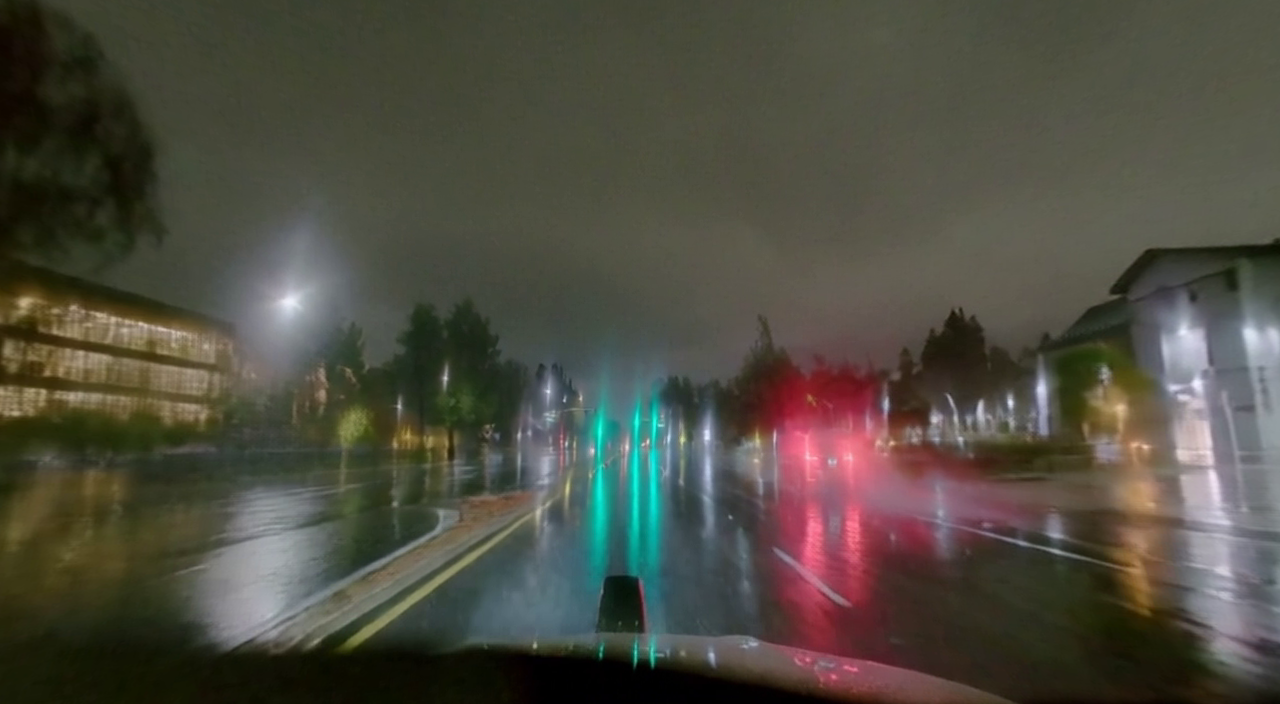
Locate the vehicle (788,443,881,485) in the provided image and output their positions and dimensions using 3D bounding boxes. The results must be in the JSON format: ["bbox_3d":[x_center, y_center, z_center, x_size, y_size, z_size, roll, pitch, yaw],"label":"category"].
[{"bbox_3d":[7.301,4.234,24.202,2.054,1.421,4.487,0,-8,-1],"label":"vehicle"}]
